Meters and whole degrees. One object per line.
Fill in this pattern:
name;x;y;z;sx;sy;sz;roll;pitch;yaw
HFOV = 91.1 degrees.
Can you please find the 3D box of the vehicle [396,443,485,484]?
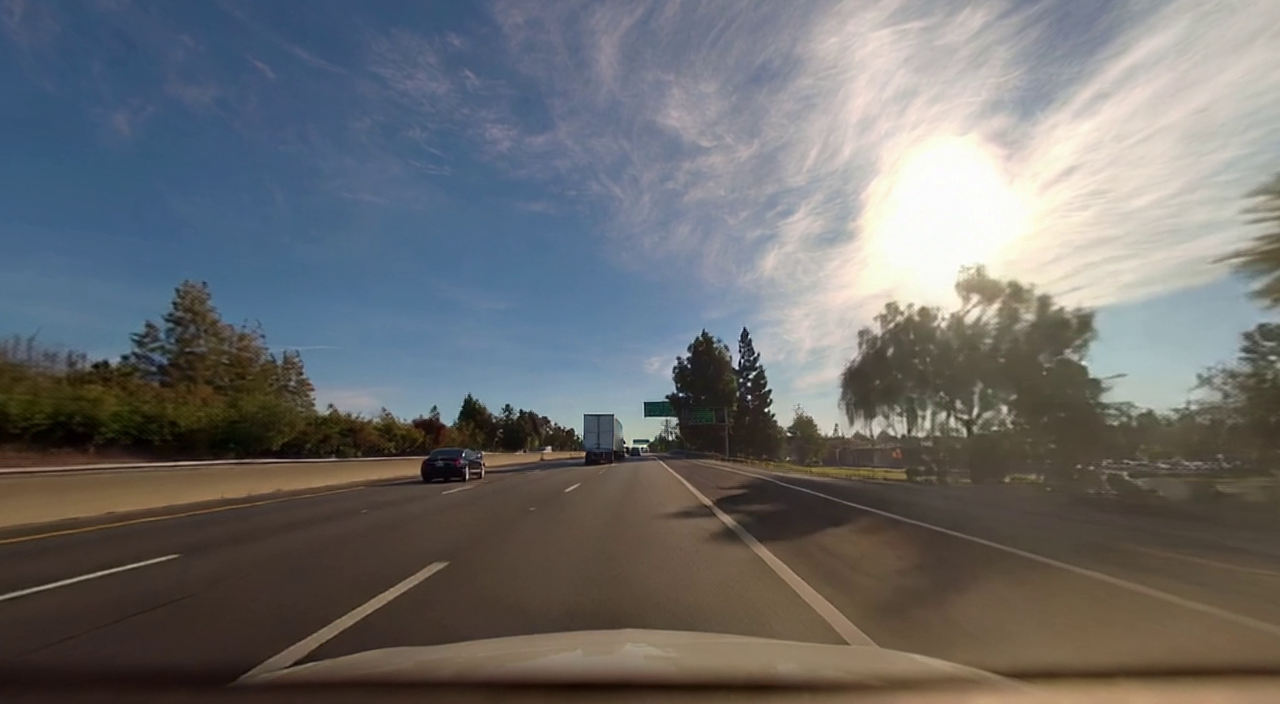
vehicle;-7.700;4.314;24.732;1.901;1.467;4.629;0;-8;1
